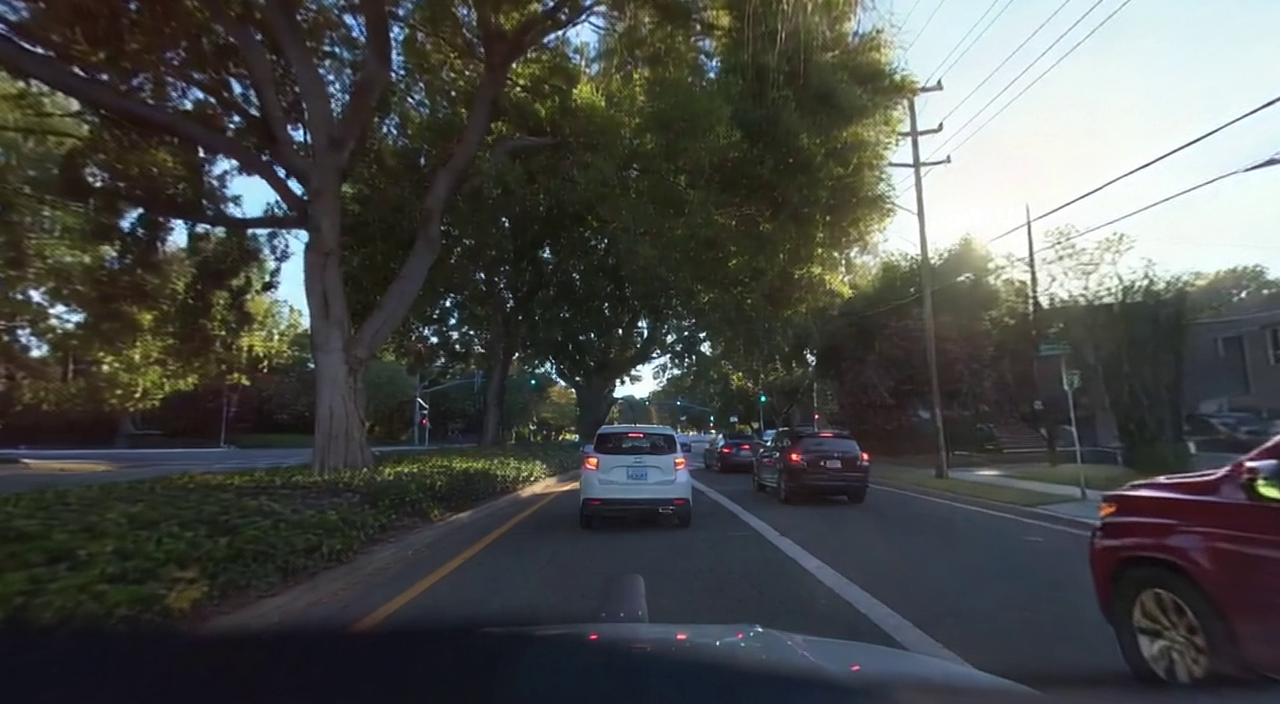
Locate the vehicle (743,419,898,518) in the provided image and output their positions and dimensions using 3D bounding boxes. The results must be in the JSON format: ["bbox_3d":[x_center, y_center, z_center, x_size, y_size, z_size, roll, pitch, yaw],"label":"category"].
[{"bbox_3d":[3.373,2.249,12.622,1.923,1.653,3.703,0,-8,-1],"label":"vehicle"}]

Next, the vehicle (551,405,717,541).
[{"bbox_3d":[-0.117,1.873,10.363,2.163,1.746,4.073,0,-8,-1],"label":"vehicle"}]

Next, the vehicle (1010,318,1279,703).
[{"bbox_3d":[3.819,0.681,1.962,2.254,1.840,4.918,0,-8,-1],"label":"vehicle"}]
